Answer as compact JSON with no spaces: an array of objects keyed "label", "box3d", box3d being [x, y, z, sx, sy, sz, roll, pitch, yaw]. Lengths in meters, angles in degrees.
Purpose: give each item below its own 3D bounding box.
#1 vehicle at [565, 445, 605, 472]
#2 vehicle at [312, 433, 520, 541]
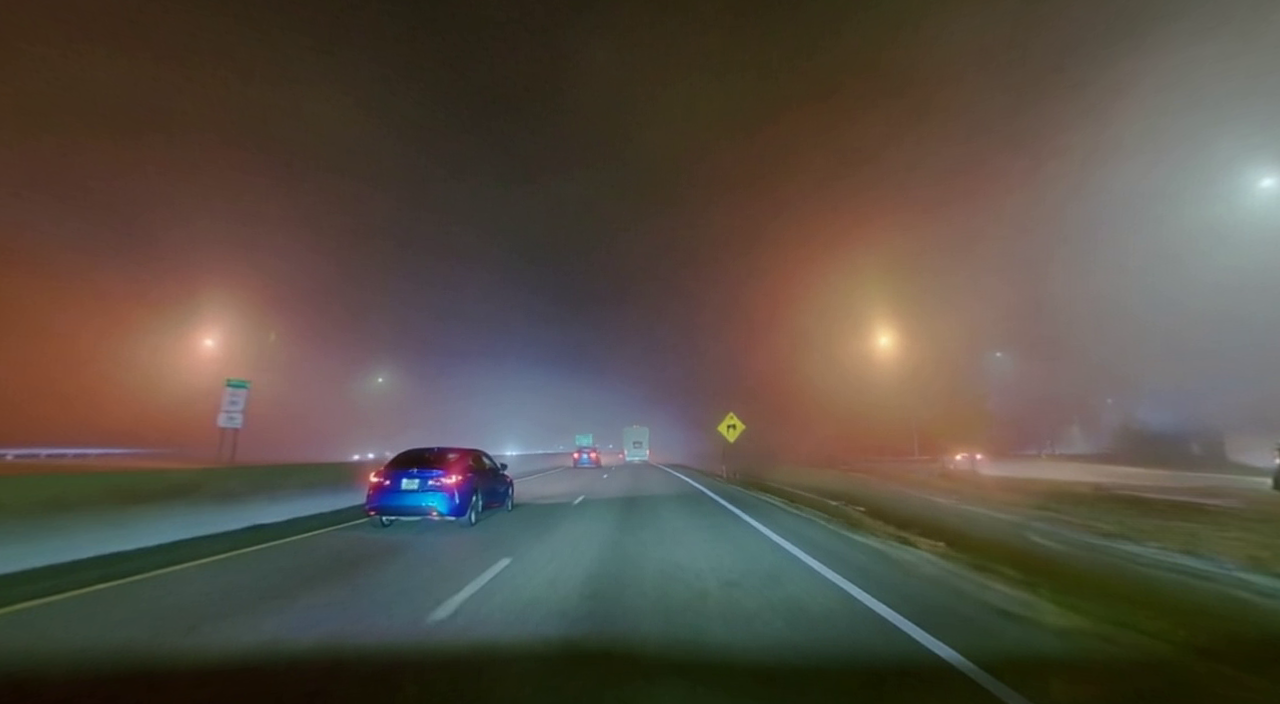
[{"label":"vehicle","box3d":[-3.076,6.063,36.051,1.965,1.459,4.145,0,-9,-1]},{"label":"vehicle","box3d":[-3.638,2.278,11.341,2.012,1.510,4.672,0,-9,0]}]
